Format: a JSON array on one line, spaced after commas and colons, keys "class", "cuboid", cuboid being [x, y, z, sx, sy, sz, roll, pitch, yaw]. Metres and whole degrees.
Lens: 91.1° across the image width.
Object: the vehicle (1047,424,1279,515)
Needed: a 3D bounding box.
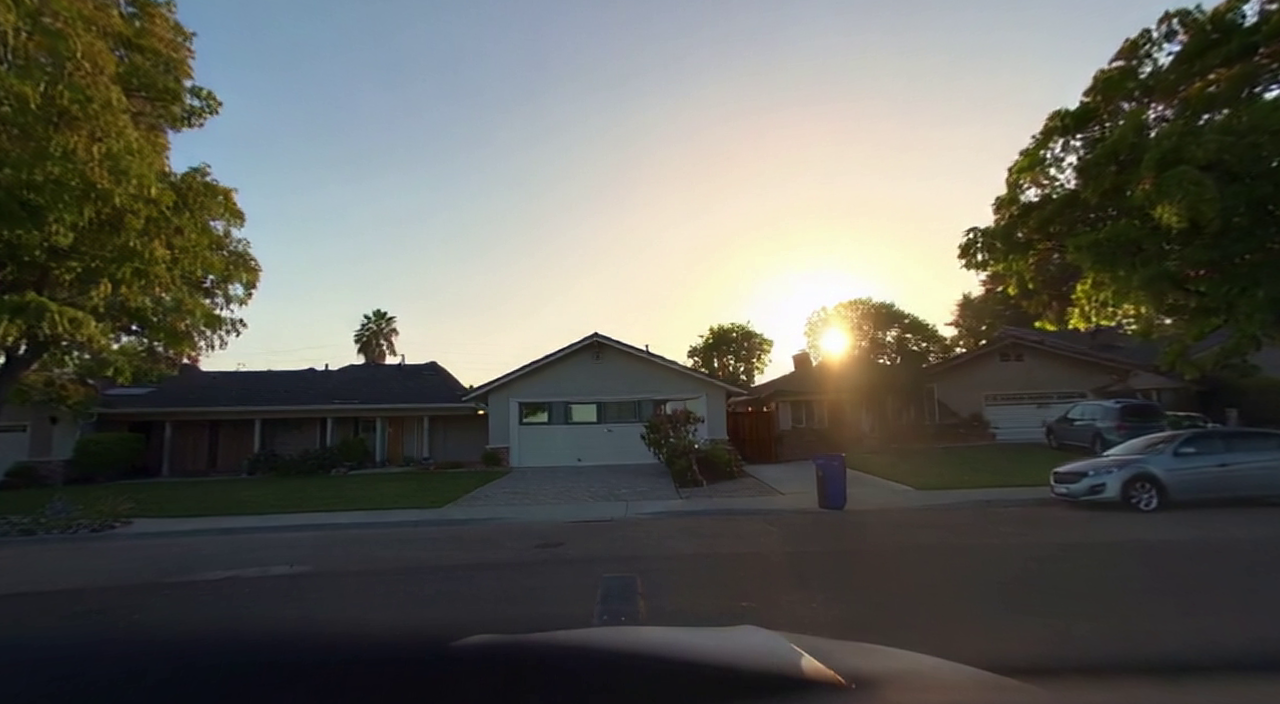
[{"class": "vehicle", "cuboid": [10.942, 2.245, 12.228, 4.658, 1.615, 1.894, 0, -9, -1]}]
